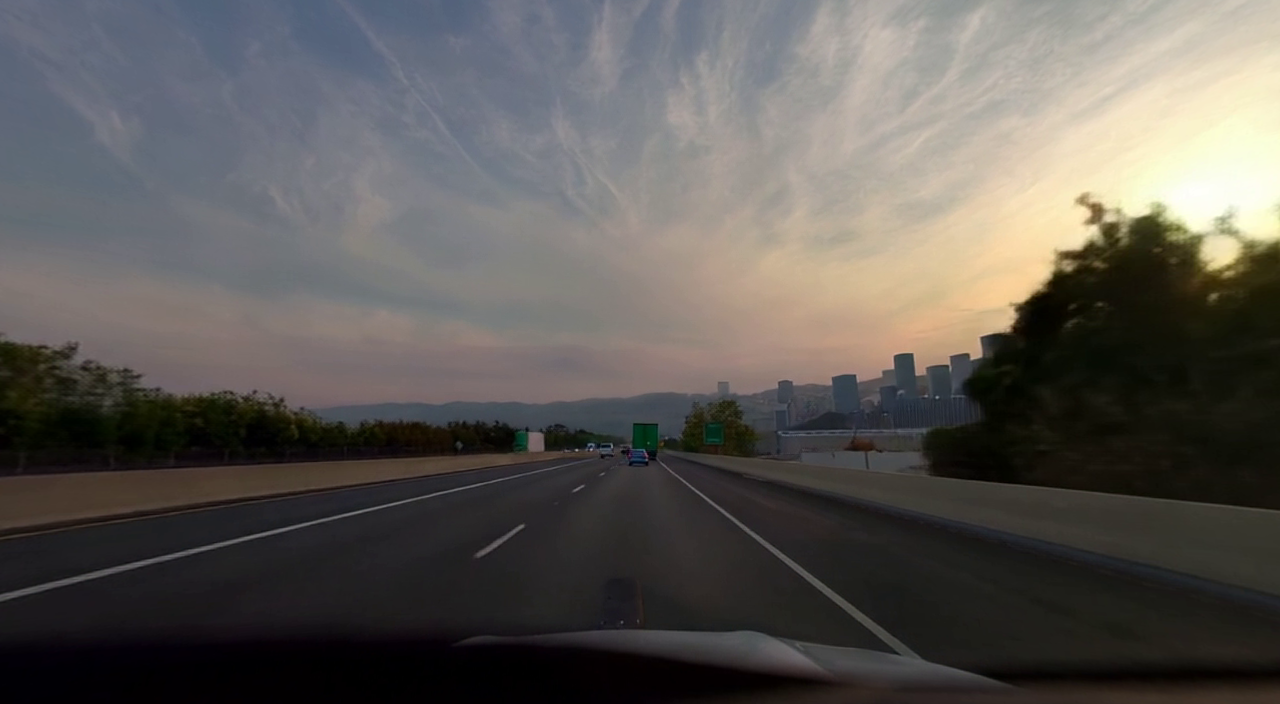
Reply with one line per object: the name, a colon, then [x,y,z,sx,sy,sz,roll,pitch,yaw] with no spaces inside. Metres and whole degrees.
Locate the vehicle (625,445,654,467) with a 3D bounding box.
vehicle: [-0.034,7.864,47.703,2.094,1.559,3.945,0,-9,0]
